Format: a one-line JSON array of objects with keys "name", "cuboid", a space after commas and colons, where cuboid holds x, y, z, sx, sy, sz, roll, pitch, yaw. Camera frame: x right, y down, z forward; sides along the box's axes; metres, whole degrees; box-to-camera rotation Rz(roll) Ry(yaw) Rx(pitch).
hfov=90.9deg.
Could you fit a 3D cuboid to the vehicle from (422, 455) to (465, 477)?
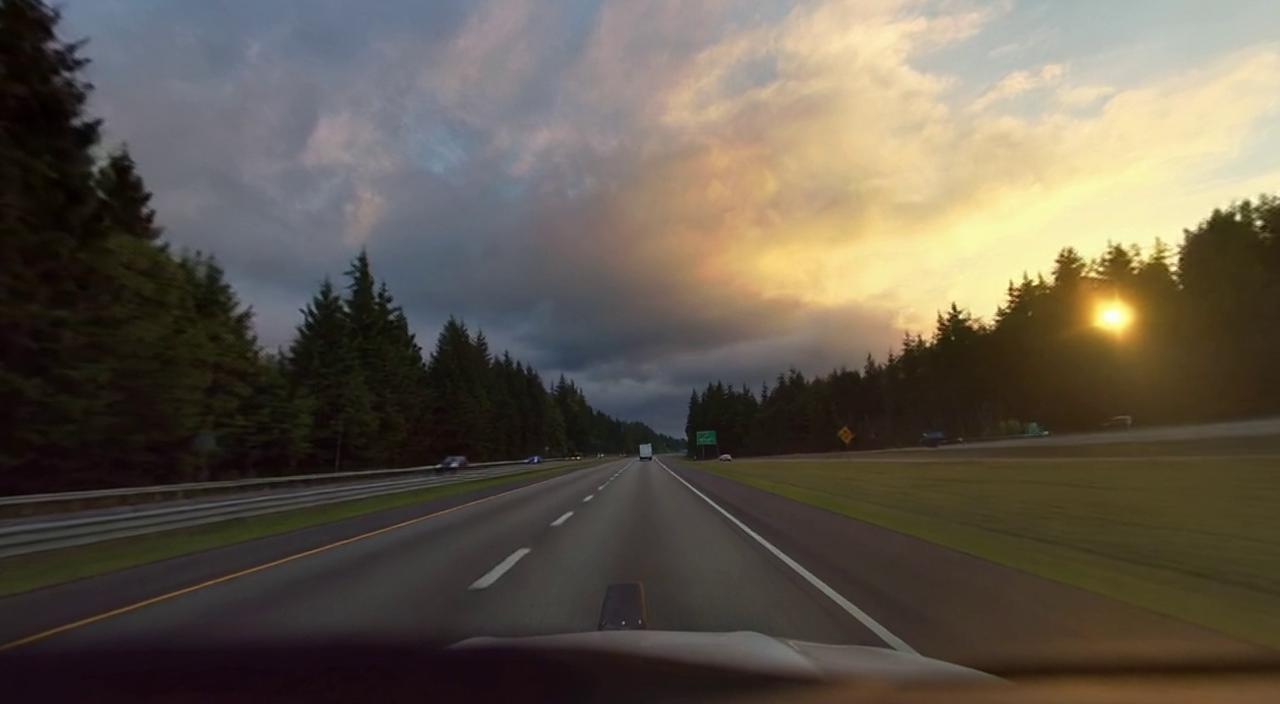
[{"name": "vehicle", "cuboid": [-14.786, 8.579, 47.599, 1.831, 1.543, 4.034, 0, -9, 2]}]
